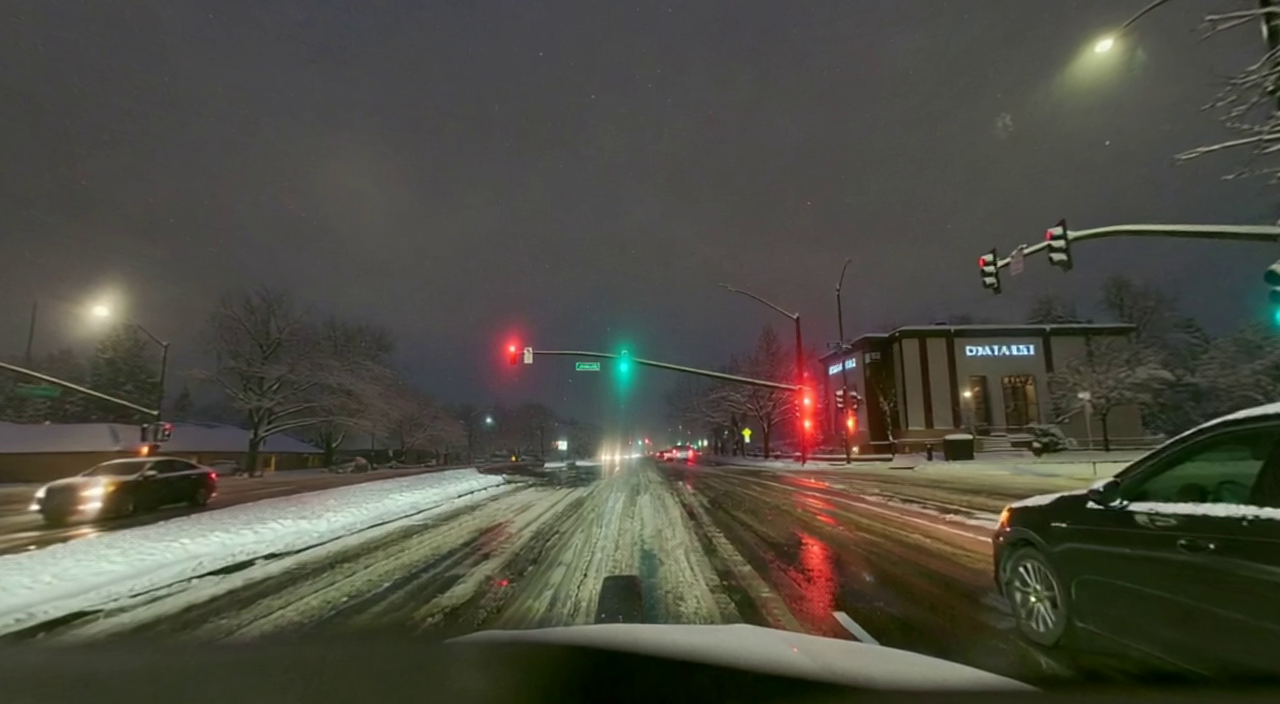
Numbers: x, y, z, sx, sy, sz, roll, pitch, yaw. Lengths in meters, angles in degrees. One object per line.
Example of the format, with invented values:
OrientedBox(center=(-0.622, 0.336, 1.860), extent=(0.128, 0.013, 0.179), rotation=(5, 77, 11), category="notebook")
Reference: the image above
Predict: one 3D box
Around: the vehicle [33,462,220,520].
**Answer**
OrientedBox(center=(-15.501, 4.170, 19.478), extent=(1.903, 1.431, 4.545), rotation=(0, -8, 1), category="vehicle")

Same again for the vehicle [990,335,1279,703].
OrientedBox(center=(3.386, 0.725, 1.920), extent=(1.973, 1.697, 4.377), rotation=(0, -8, -2), category="vehicle")
